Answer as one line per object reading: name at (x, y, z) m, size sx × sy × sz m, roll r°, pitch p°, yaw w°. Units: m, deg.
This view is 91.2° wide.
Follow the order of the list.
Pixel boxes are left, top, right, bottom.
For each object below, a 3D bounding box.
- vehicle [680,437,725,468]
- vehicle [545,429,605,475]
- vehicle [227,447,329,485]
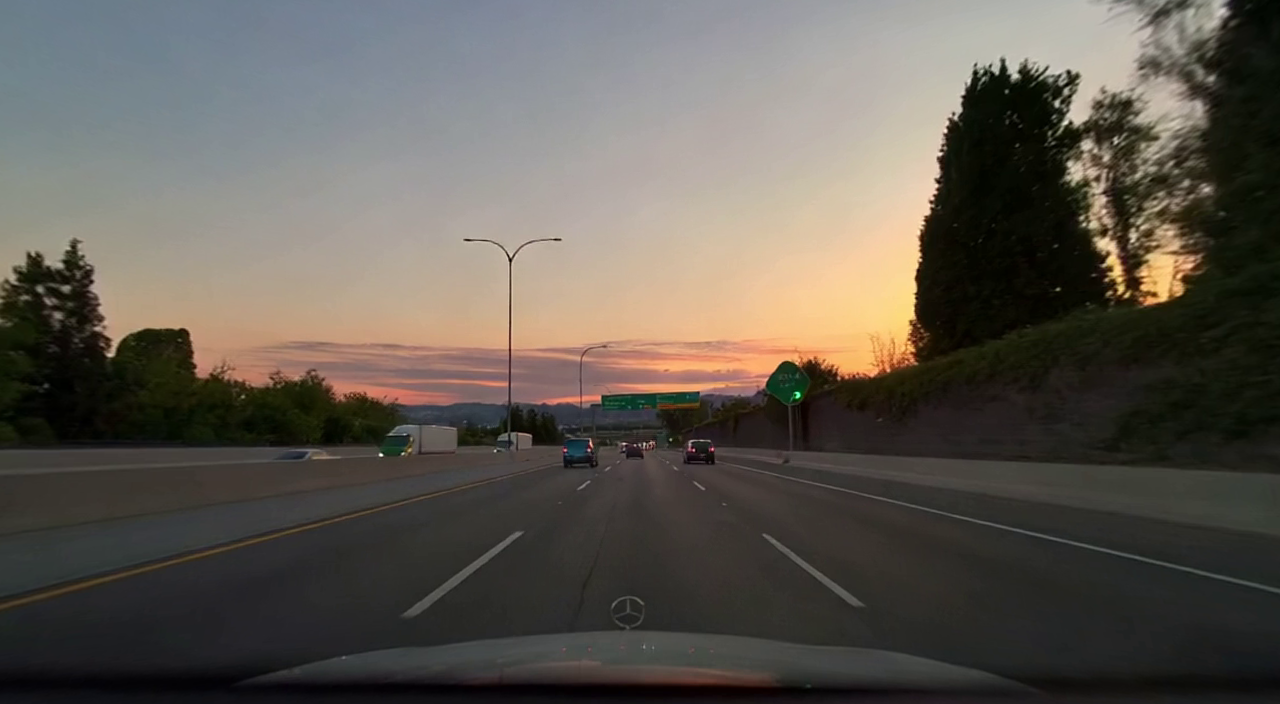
vehicle at (3.557, 5.807, 36.470) m, size 2.202 × 1.682 × 4.188 m, roll 0°, pitch -8°, yaw 0°
vehicle at (-3.088, 4.878, 30.849) m, size 2.291 × 2.052 × 4.887 m, roll 0°, pitch -9°, yaw 1°
vehicle at (-16.555, 5.205, 28.987) m, size 1.945 × 1.581 × 4.530 m, roll 0°, pitch -9°, yaw 1°
